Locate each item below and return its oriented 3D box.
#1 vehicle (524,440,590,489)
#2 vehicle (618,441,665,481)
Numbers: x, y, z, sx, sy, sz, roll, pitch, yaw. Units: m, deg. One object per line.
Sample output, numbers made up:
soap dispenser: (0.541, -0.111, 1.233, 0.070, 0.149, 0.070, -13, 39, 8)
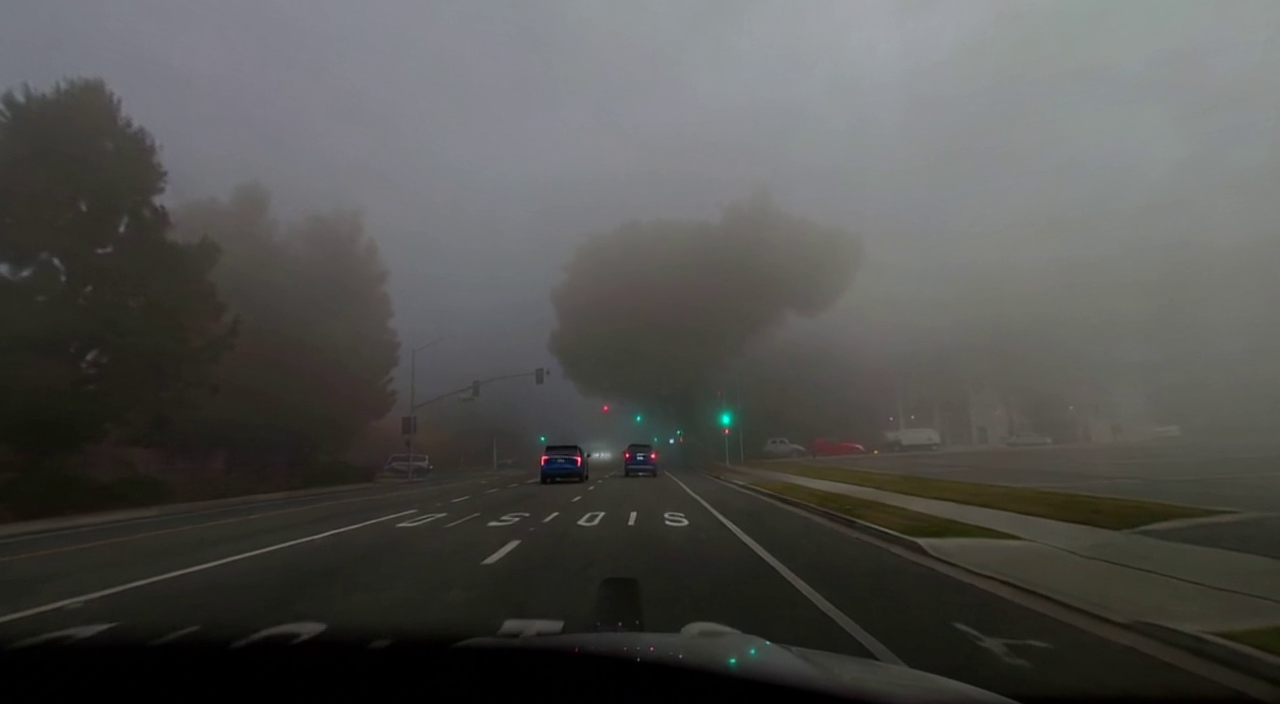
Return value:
vehicle: (-3.207, 4.455, 25.320, 2.097, 1.755, 4.336, 0, -9, 0)
vehicle: (-0.014, 5.233, 30.624, 2.088, 1.735, 4.801, 0, -9, -2)
